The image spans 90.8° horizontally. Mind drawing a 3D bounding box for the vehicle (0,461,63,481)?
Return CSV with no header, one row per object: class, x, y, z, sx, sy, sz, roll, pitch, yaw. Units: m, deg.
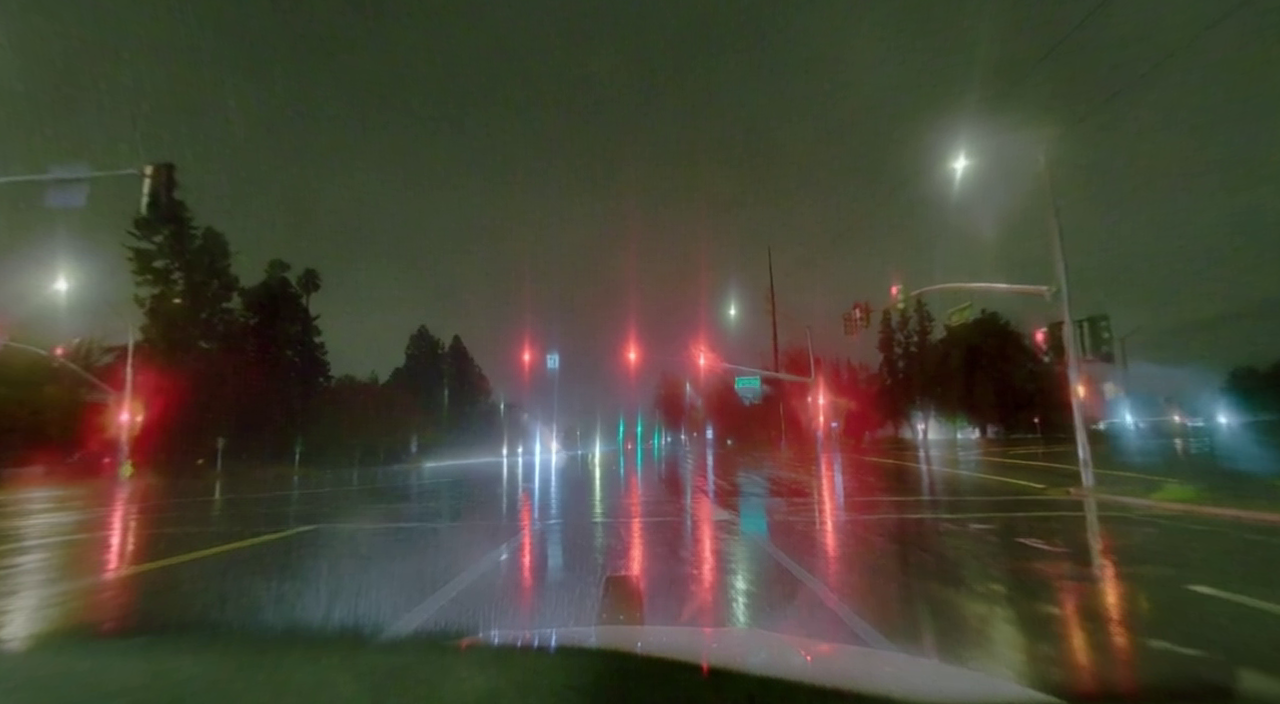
vehicle,-47.570,9.221,48.936,1.619,1.394,3.818,-5,-10,28
